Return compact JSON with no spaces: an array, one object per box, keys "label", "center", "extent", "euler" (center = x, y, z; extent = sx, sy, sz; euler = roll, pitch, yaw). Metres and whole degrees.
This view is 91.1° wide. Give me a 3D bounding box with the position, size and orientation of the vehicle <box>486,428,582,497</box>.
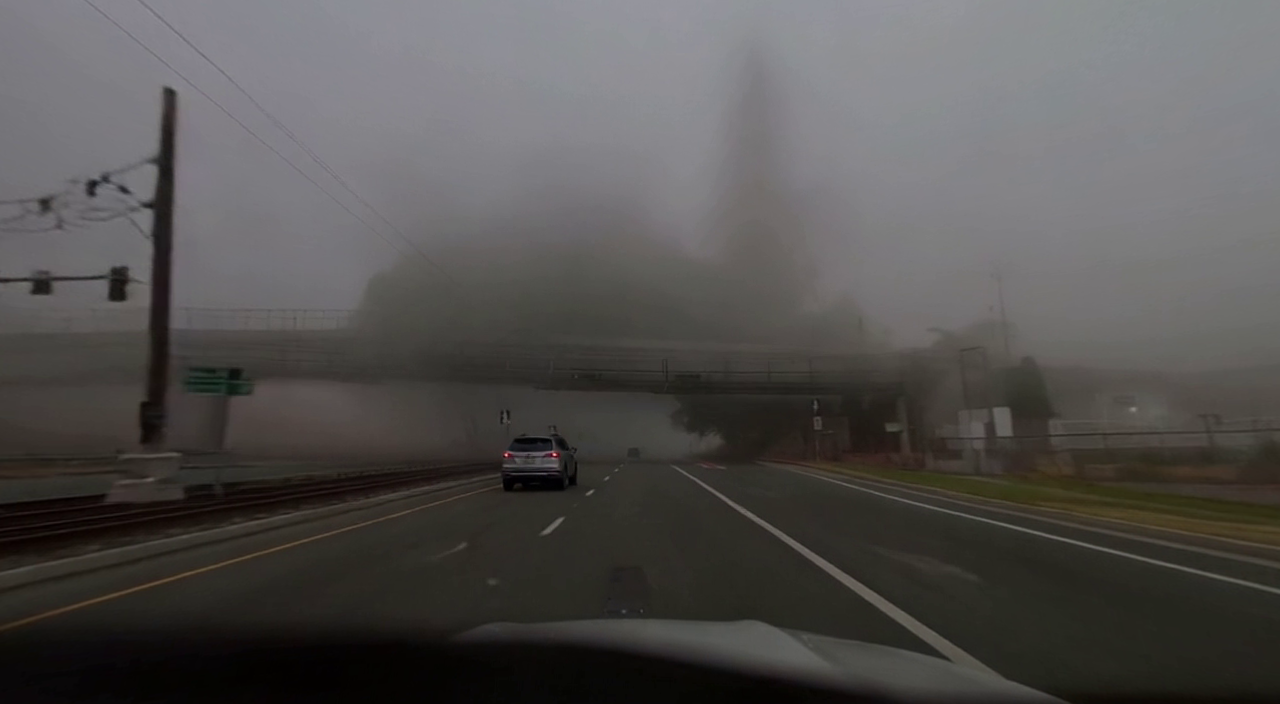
[{"label":"vehicle","center":[-2.860,3.110,17.953],"extent":[1.882,1.704,4.335],"euler":[0,-9,2]}]
